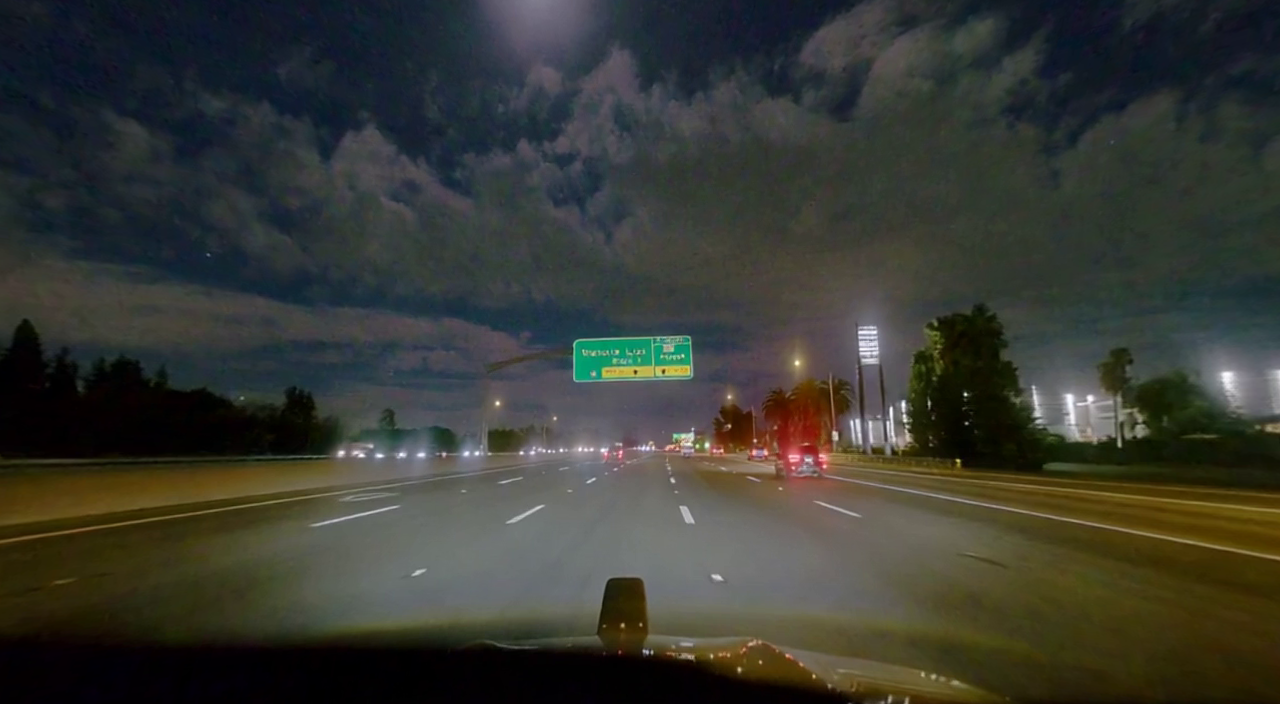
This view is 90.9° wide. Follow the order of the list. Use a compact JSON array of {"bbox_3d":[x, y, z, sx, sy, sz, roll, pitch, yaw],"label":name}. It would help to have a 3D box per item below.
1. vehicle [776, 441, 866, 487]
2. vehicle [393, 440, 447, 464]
[{"bbox_3d":[6.668,4.172,23.845,2.071,1.543,4.702,0,-8,1],"label":"vehicle"},{"bbox_3d":[-15.320,6.988,44.165,1.926,1.595,4.540,-1,-8,3],"label":"vehicle"}]
